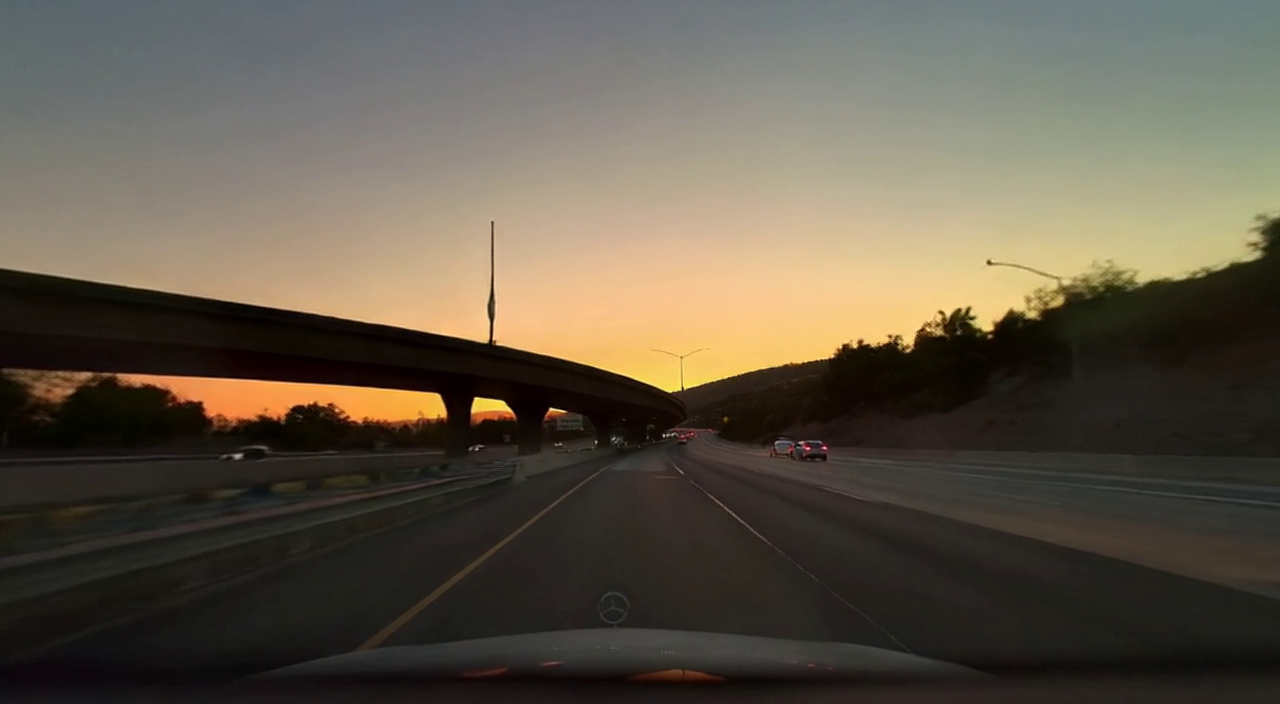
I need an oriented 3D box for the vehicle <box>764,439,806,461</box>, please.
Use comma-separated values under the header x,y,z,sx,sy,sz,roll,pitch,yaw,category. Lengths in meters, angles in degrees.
x,y,z,sx,sy,sz,roll,pitch,yaw,category
11.206,7.623,49.217,2.229,1.599,4.253,0,-8,0,vehicle
